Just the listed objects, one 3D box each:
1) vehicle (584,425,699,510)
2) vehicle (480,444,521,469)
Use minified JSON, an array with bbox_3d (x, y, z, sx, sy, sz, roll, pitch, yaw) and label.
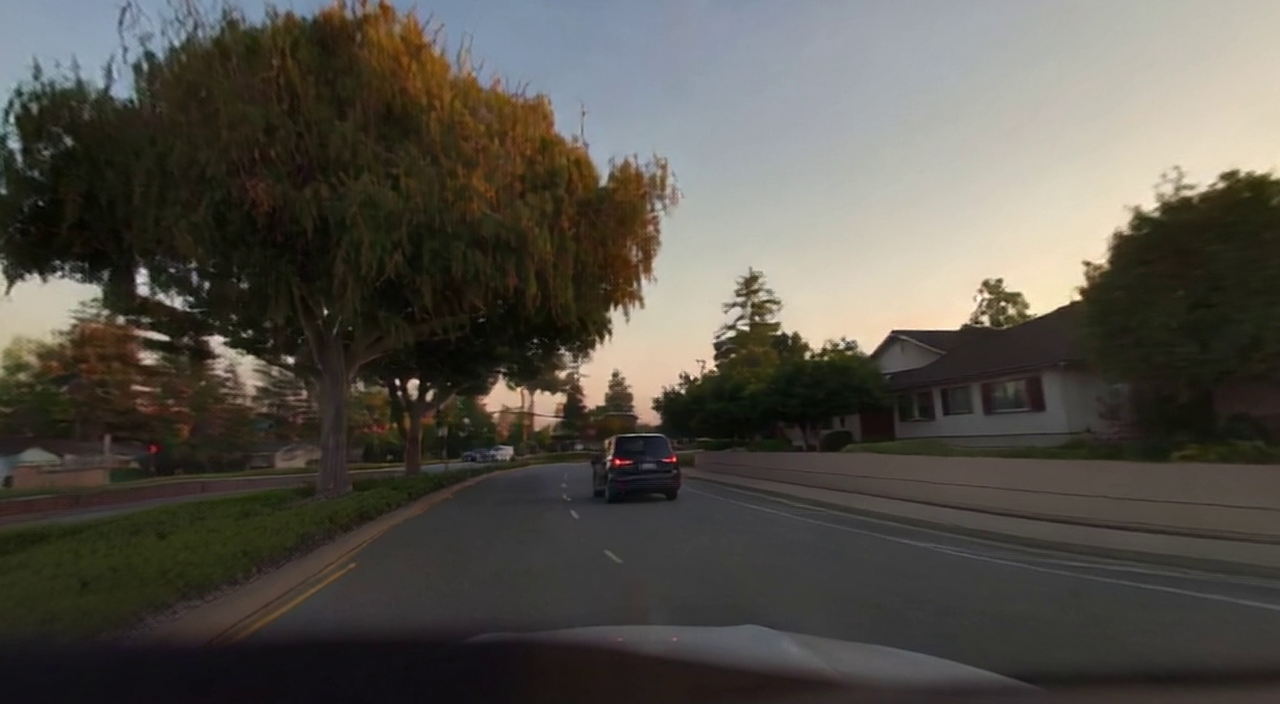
[{"bbox_3d":[-0.162,2.893,16.298,2.141,1.833,4.704,1,-9,-10],"label":"vehicle"},{"bbox_3d":[-9.999,7.522,45.550,2.063,1.721,4.261,0,-9,-2],"label":"vehicle"}]
